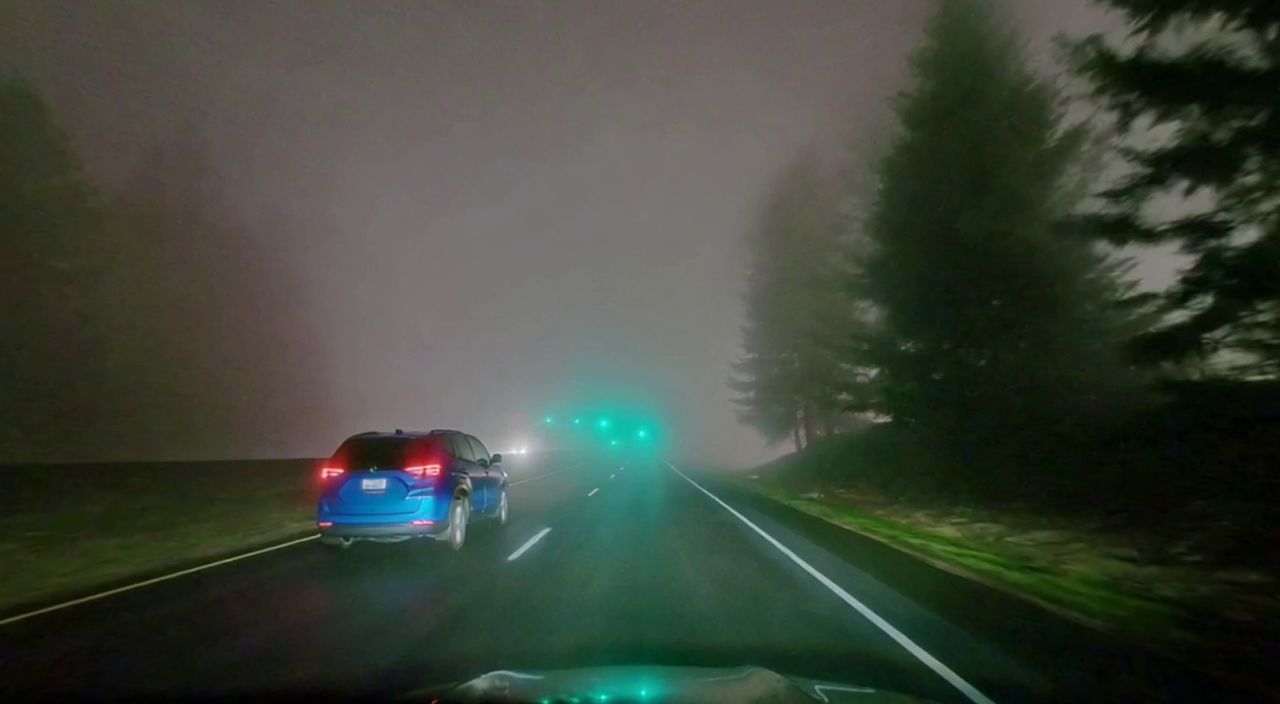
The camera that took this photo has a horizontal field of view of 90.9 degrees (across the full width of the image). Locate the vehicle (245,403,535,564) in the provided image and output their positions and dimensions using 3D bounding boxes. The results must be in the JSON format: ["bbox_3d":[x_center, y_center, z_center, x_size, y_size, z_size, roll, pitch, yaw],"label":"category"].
[{"bbox_3d":[-3.376,1.912,9.974,2.336,1.857,4.986,-1,-8,3],"label":"vehicle"}]
